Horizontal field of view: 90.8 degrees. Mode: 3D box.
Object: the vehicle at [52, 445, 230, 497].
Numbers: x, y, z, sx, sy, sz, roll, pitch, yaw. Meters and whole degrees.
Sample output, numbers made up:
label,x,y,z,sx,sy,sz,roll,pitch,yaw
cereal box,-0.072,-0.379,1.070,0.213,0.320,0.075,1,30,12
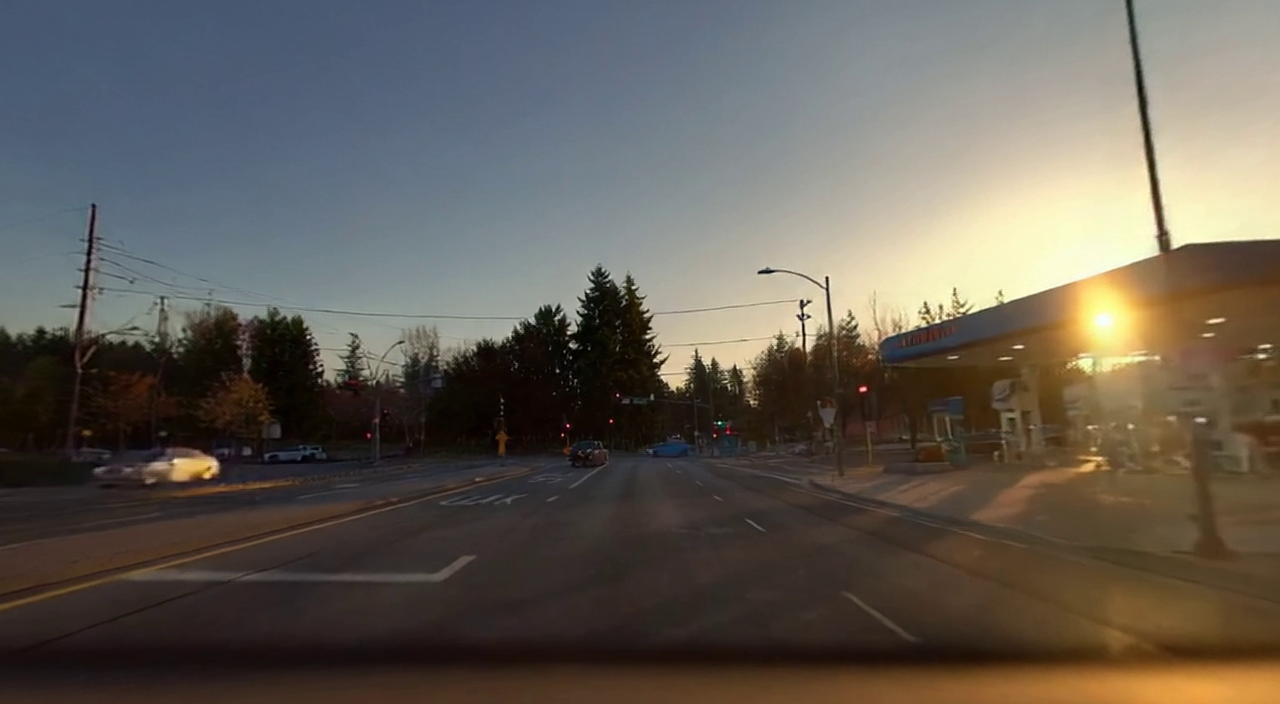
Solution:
label,x,y,z,sx,sy,sz,roll,pitch,yaw
vehicle,-16.241,3.850,20.953,1.911,1.478,4.601,-1,-8,4
